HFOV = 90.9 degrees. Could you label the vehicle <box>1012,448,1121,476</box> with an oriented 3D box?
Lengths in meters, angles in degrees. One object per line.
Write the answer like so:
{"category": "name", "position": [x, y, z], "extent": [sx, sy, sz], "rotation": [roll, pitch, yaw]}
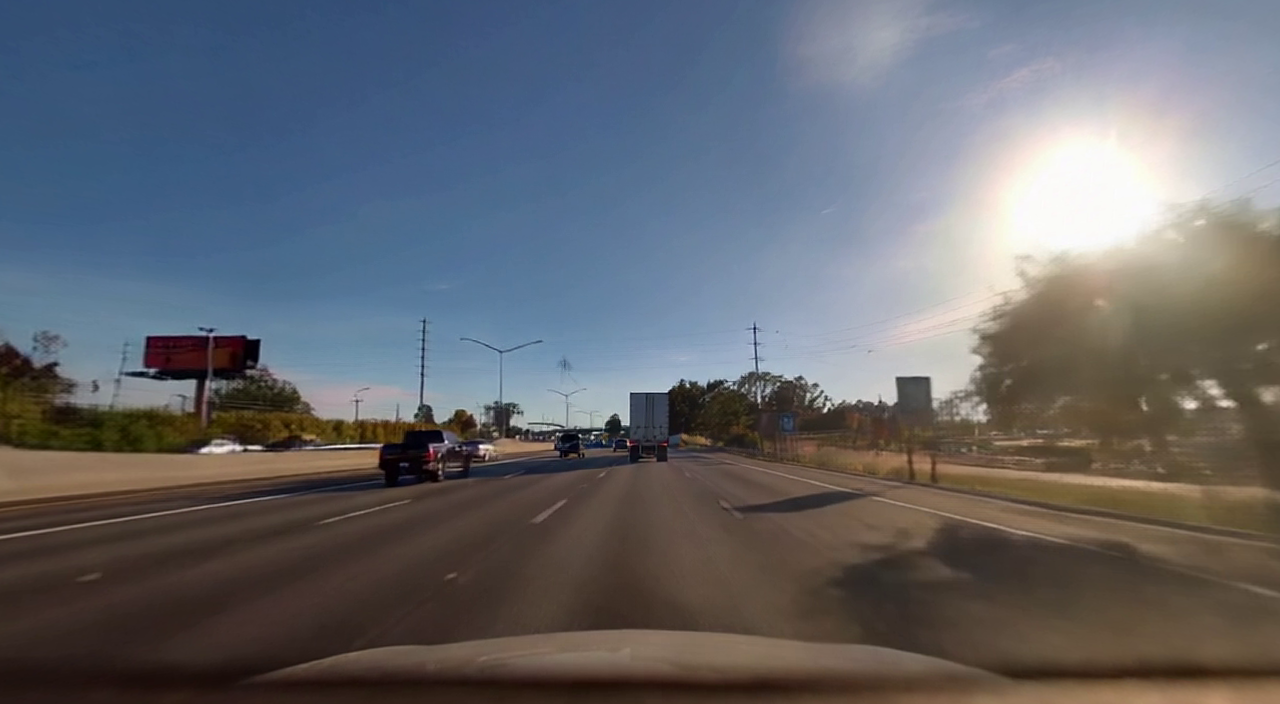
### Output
{"category": "vehicle", "position": [24.478, 6.298, 36.416], "extent": [1.757, 1.437, 4.897], "rotation": [6, -10, -25]}

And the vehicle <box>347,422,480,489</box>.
{"category": "vehicle", "position": [-6.974, 3.265, 20.191], "extent": [2.197, 1.847, 5.364], "rotation": [0, -8, 1]}

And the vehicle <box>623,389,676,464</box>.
{"category": "vehicle", "position": [0.720, 4.857, 39.774], "extent": [2.879, 4.027, 11.243], "rotation": [0, -8, 2]}

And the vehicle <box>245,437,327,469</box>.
{"category": "vehicle", "position": [-18.013, 5.148, 32.319], "extent": [1.925, 1.483, 3.825], "rotation": [0, -8, 1]}
